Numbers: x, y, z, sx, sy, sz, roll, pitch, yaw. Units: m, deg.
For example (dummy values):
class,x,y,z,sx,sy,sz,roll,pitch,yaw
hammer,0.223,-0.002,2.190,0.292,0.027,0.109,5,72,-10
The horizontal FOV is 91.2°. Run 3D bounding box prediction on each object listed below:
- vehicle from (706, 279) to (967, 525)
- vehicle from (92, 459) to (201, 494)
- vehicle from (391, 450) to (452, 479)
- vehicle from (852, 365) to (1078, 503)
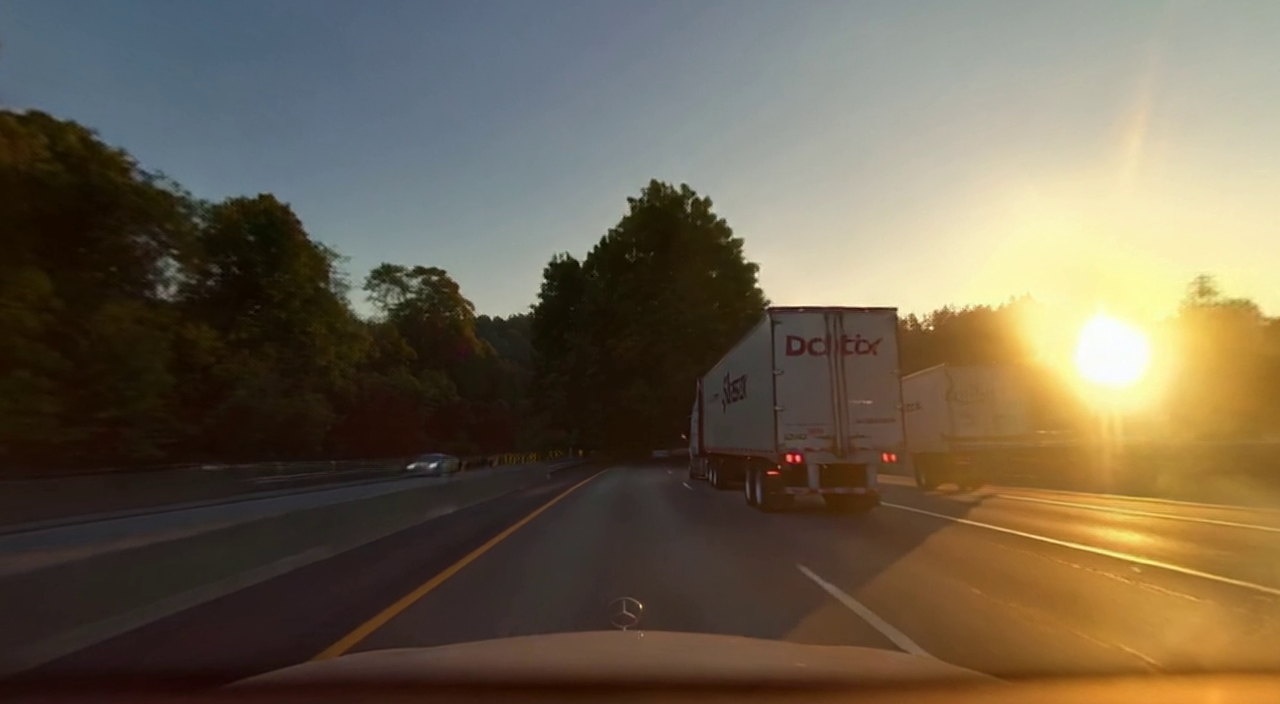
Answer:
class,x,y,z,sx,sy,sz,roll,pitch,yaw
vehicle,3.661,1.490,14.987,3.025,4.010,9.542,0,-9,0
vehicle,-25.047,6.295,32.042,1.889,1.541,4.400,-1,-9,2
vehicle,-12.979,6.678,37.472,2.075,1.574,4.138,0,-9,1
vehicle,11.409,3.175,23.882,2.946,4.031,10.368,-1,-8,0
